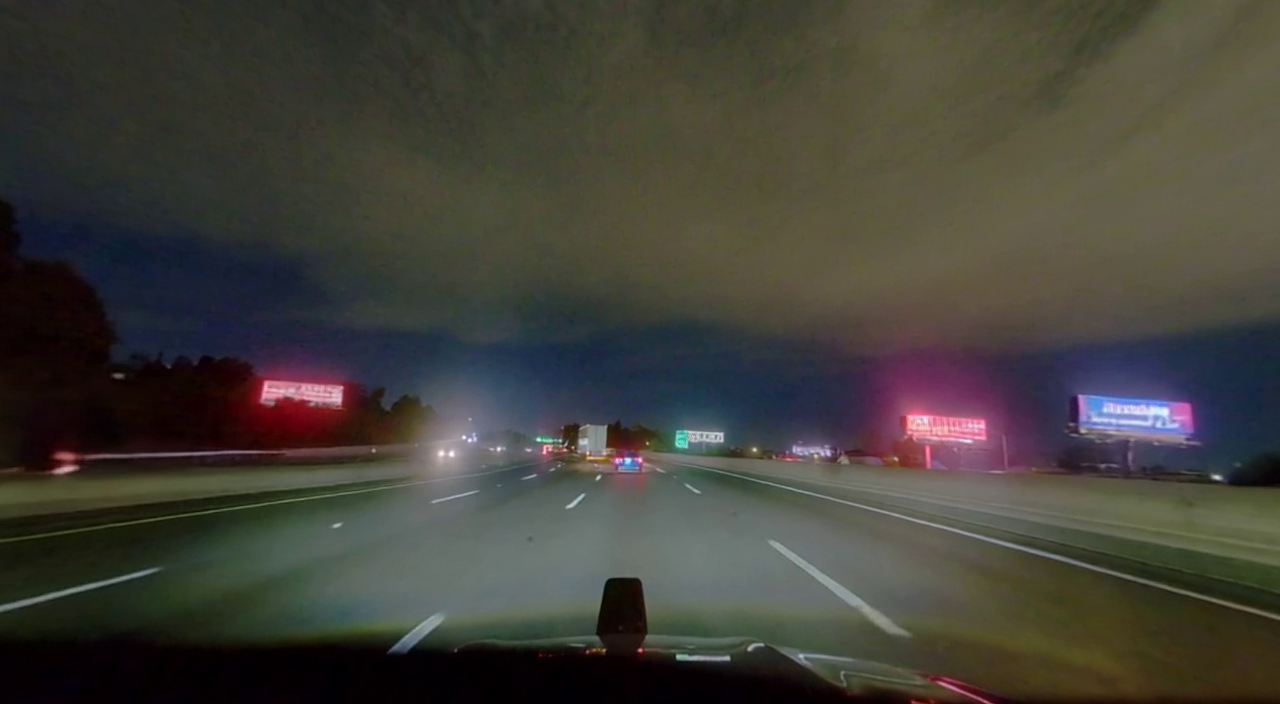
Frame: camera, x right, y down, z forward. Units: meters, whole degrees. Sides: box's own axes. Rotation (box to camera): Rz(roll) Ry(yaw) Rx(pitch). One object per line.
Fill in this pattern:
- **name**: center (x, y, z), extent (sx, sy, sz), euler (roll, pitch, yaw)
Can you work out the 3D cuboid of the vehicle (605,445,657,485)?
- **vehicle**: center (-0.428, 4.754, 26.863), extent (2.042, 1.528, 4.300), euler (0, -8, -2)
